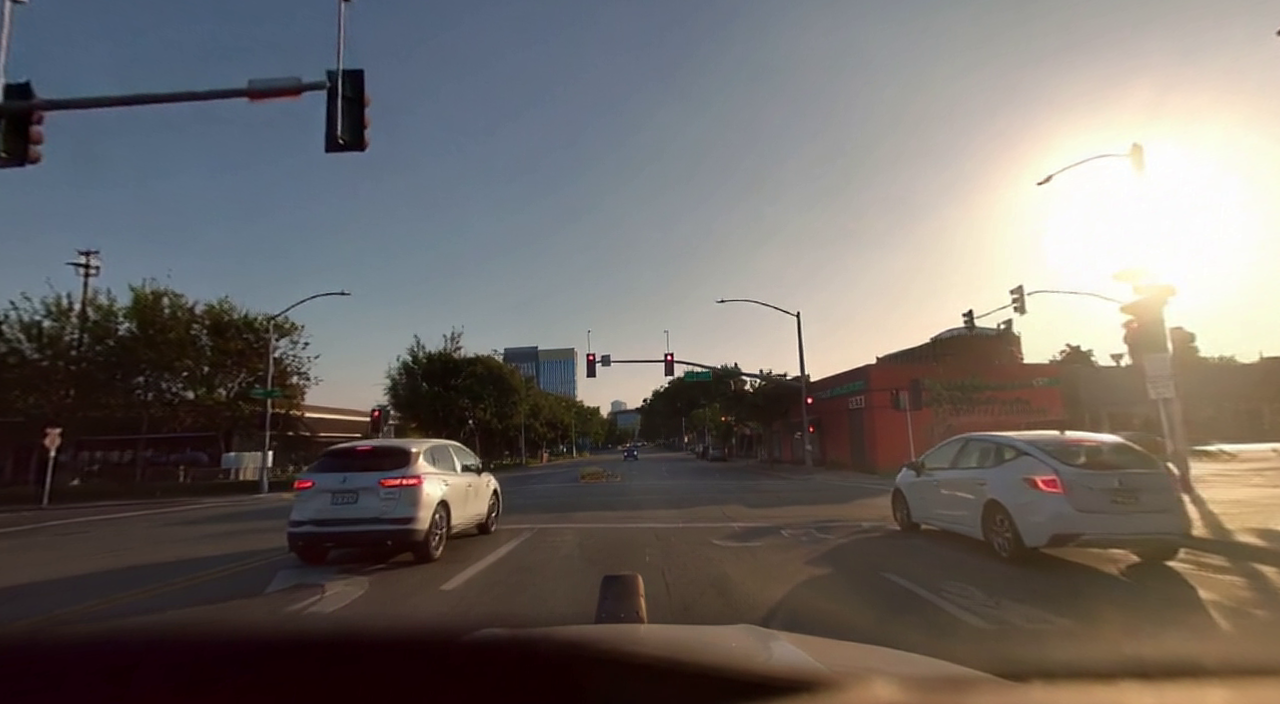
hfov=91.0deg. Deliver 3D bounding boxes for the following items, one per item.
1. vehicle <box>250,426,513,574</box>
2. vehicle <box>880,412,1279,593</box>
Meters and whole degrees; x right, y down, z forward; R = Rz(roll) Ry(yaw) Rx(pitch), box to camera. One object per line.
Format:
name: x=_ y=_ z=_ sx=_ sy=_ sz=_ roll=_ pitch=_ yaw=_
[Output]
vehicle: x=-3.324 y=1.975 z=9.208 sx=1.947 sy=1.627 sz=4.248 roll=0 pitch=-9 yaw=1
vehicle: x=5.005 y=1.734 z=8.140 sx=2.039 sy=1.655 sz=4.495 roll=0 pitch=-9 yaw=1
